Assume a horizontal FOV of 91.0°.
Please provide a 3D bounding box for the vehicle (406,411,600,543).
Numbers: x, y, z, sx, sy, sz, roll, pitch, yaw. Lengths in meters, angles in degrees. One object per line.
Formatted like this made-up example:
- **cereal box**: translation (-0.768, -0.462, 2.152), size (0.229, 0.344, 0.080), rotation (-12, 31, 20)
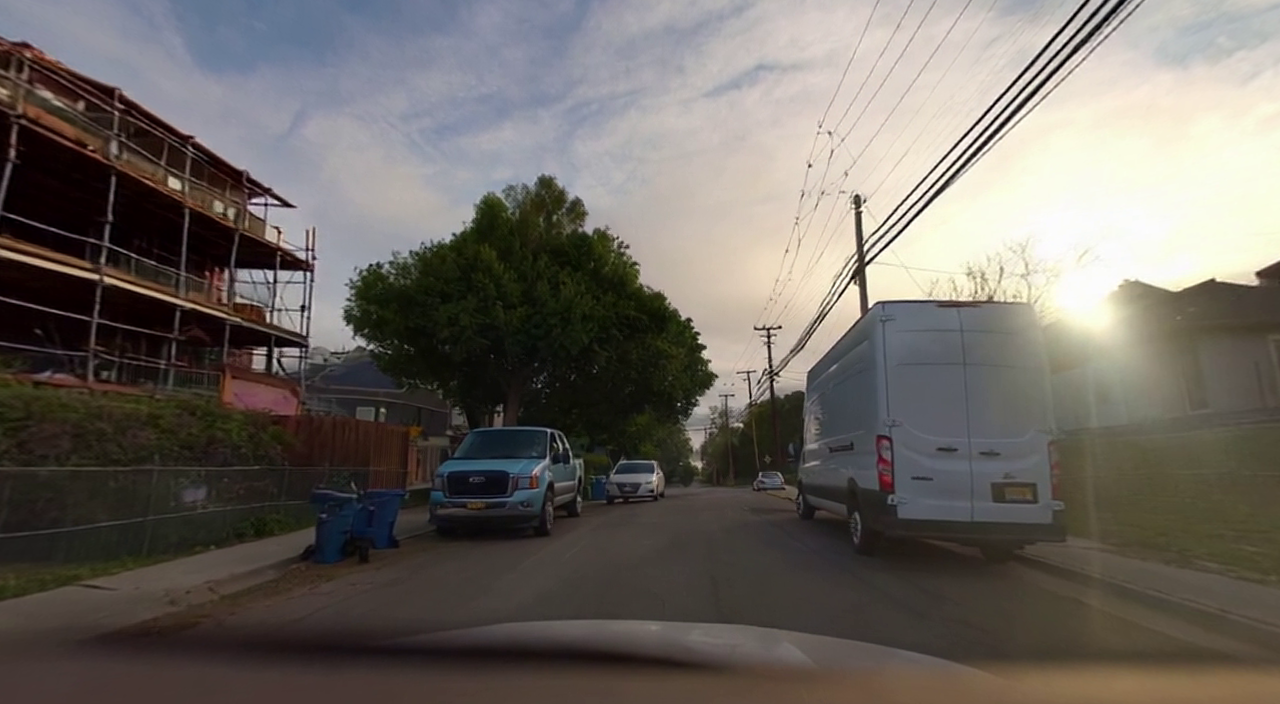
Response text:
- **vehicle**: translation (-2.320, 2.181, 12.179), size (2.171, 1.910, 4.789), rotation (-3, -5, 7)

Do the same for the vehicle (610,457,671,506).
- **vehicle**: translation (0.116, 5.807, 28.624), size (2.257, 1.916, 5.089), rotation (-1, -9, 6)

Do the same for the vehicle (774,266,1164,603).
- **vehicle**: translation (4.726, 1.602, 12.182), size (2.915, 3.793, 9.963), rotation (-1, -8, 5)
